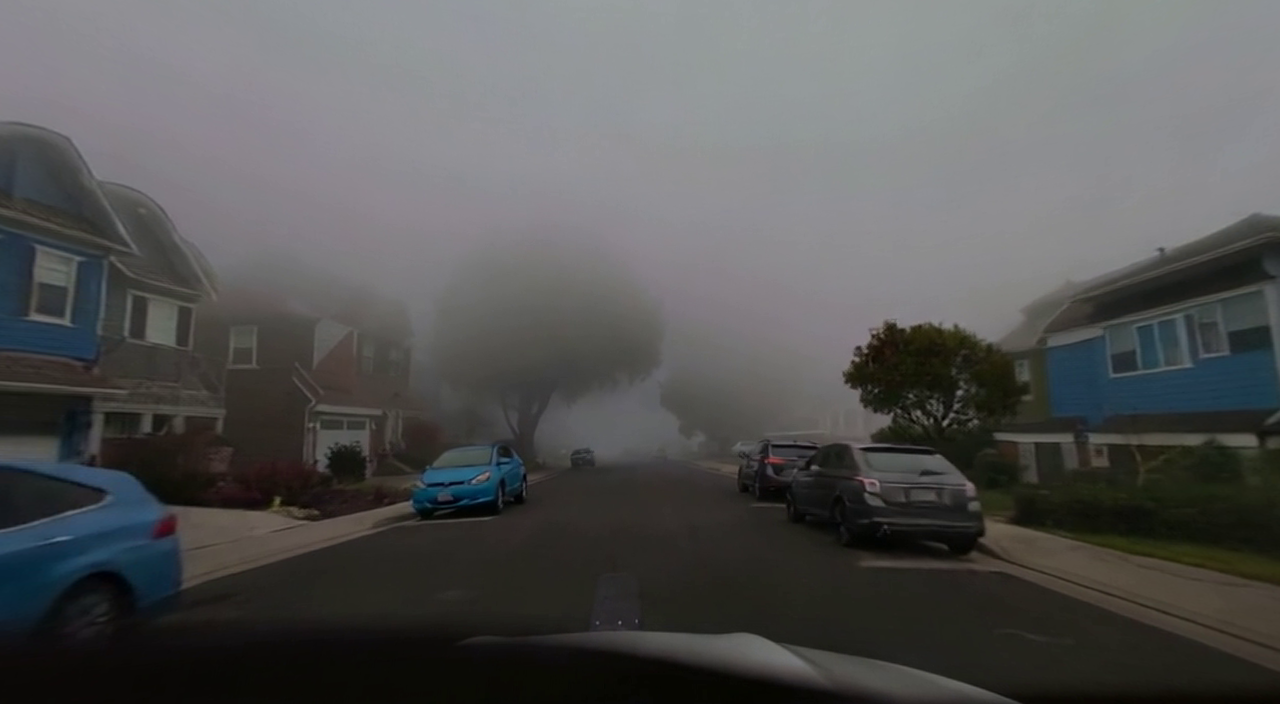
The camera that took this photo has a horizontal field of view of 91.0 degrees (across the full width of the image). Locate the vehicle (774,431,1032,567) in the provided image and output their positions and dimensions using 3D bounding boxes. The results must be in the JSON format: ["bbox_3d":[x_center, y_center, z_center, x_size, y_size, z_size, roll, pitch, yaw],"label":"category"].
[{"bbox_3d":[3.396,1.967,9.273,1.888,1.484,4.476,0,-8,0],"label":"vehicle"}]

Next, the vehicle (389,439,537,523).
[{"bbox_3d":[-3.833,2.835,14.611,2.089,1.508,4.537,2,-7,0],"label":"vehicle"}]

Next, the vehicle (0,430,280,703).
[{"bbox_3d":[-4.256,1.114,3.025,2.020,1.470,5.300,0,-8,-1],"label":"vehicle"}]
